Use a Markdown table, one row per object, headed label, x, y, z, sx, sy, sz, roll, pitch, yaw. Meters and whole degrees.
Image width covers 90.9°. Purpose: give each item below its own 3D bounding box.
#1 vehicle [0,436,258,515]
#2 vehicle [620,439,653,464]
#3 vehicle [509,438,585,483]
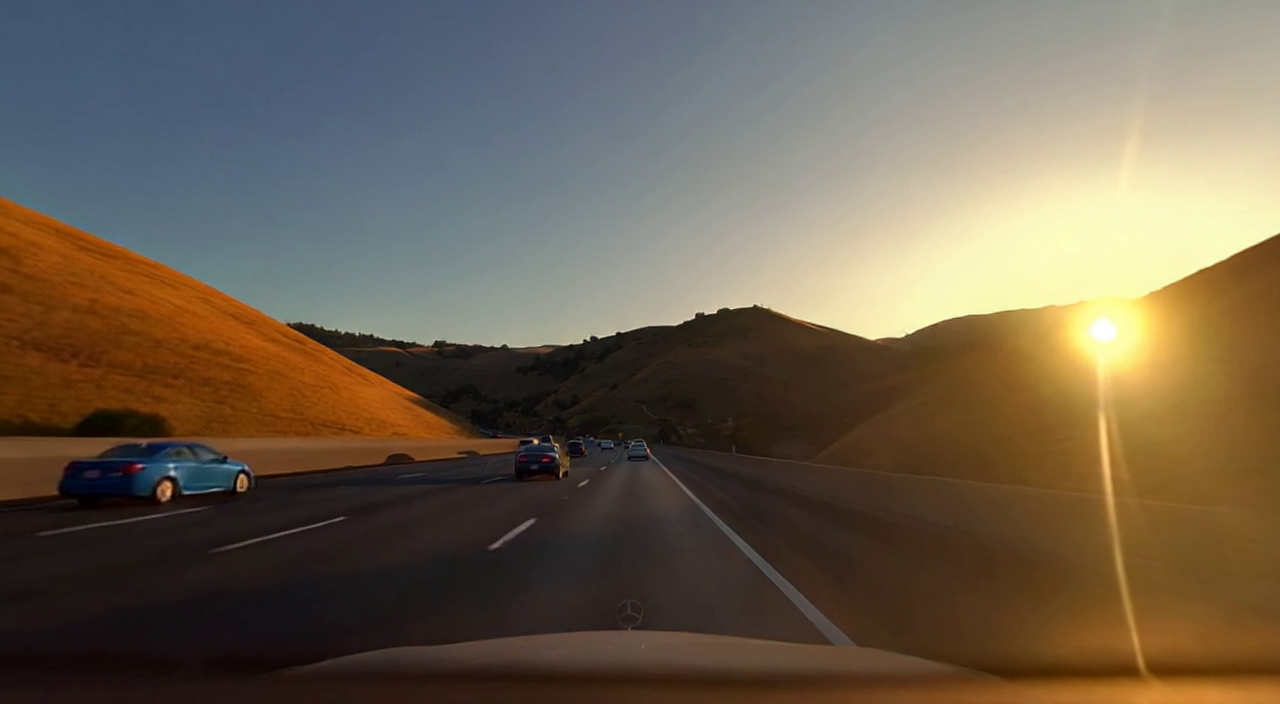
| label | x | y | z | sx | sy | sz | roll | pitch | yaw |
| --- | --- | --- | --- | --- | --- | --- | --- | --- | --- |
| vehicle | -11.337 | 2.711 | 14.513 | 1.945 | 1.466 | 4.947 | 0 | -8 | 1 |
| vehicle | -0.242 | 6.905 | 43.980 | 2.138 | 1.674 | 4.044 | 0 | -8 | 0 |
| vehicle | -3.391 | 4.071 | 23.953 | 2.080 | 1.505 | 4.649 | -1 | -8 | 1 |
